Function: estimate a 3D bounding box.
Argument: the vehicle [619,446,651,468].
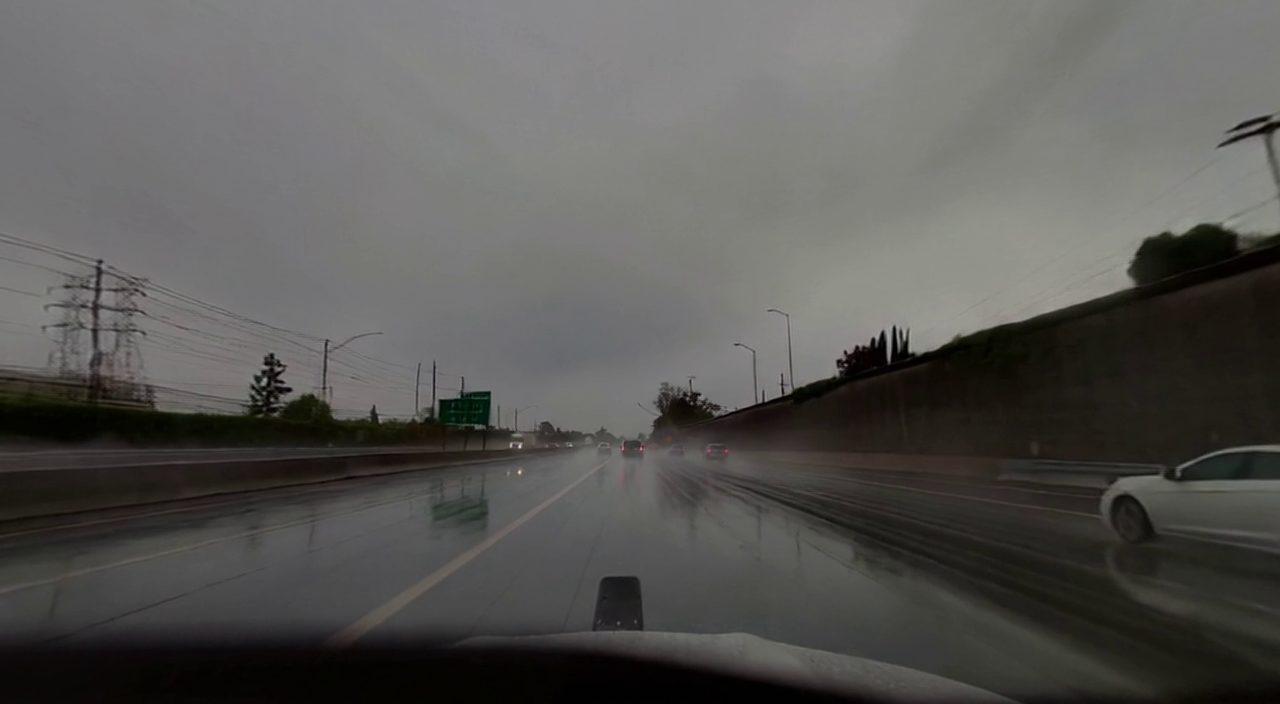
[{"bbox_3d":[-0.402,7.375,44.754,2.109,1.489,4.027,0,-8,-2],"label":"vehicle"}]

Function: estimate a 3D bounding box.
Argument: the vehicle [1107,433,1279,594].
[{"bbox_3d":[6.796,1.468,5.750,1.876,1.451,4.154,0,-8,-1],"label":"vehicle"}]
